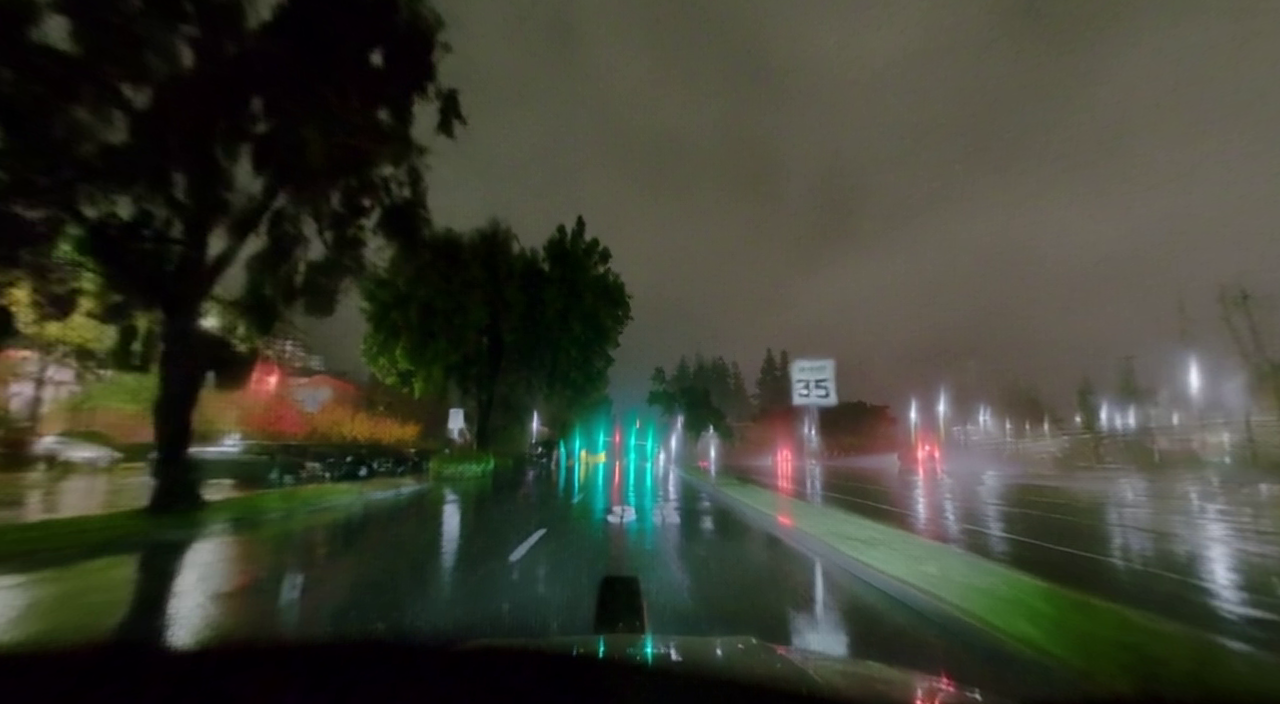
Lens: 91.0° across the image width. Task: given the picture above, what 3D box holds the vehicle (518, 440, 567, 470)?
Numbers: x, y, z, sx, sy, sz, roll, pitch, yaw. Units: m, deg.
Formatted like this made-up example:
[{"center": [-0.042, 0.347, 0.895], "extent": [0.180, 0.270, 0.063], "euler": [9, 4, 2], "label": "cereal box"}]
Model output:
[{"center": [-6.562, 6.973, 43.087], "extent": [2.350, 1.892, 5.542], "euler": [1, -8, 1], "label": "vehicle"}]

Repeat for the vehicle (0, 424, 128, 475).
[{"center": [-26.202, 4.203, 27.357], "extent": [5.603, 2.043, 2.554], "euler": [1, -9, 1], "label": "vehicle"}]

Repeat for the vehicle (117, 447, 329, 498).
[{"center": [-13.138, 3.803, 20.103], "extent": [5.300, 1.432, 1.951], "euler": [1, -9, -1], "label": "vehicle"}]
